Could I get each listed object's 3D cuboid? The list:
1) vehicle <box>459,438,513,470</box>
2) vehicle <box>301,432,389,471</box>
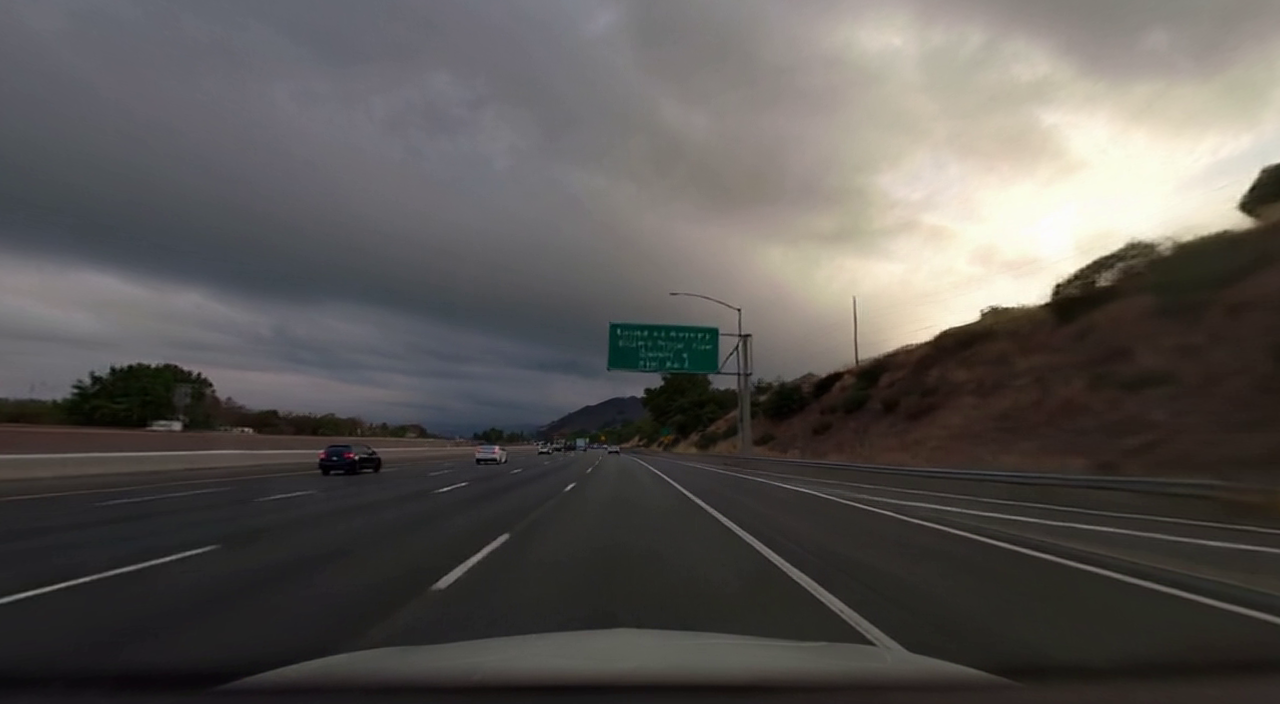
[{"bbox_3d":[-8.859,5.876,36.643,2.104,1.715,4.319,0,-9,-1],"label":"vehicle"},{"bbox_3d":[-15.865,5.395,34.366,2.240,1.953,5.452,0,-9,-2],"label":"vehicle"}]
